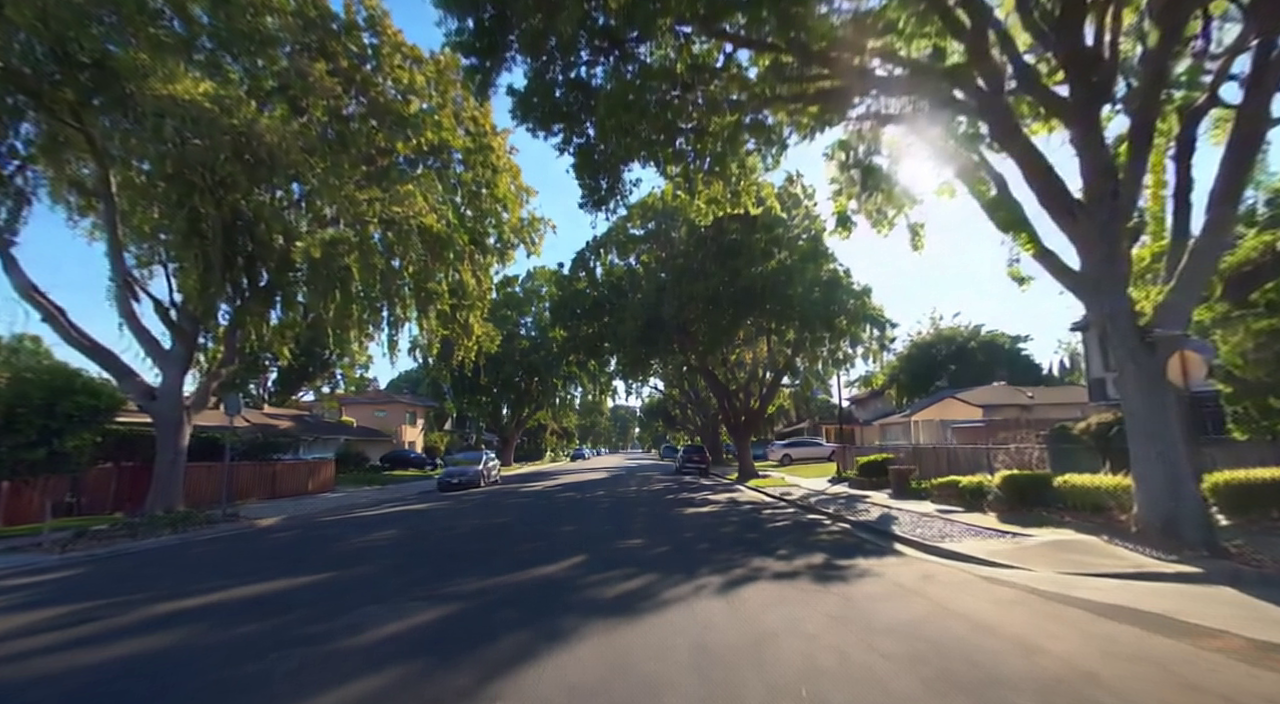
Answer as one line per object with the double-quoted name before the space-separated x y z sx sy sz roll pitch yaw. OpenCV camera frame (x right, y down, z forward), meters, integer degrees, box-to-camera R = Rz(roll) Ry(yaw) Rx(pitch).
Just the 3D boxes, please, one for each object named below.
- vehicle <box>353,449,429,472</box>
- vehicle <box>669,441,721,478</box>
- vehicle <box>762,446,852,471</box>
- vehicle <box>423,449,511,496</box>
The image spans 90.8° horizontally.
"vehicle" -16.529 7.189 42.015 4.276 1.463 1.832 -1 -8 6
"vehicle" 2.914 5.902 34.942 2.241 1.875 5.059 0 -8 -2
"vehicle" 10.089 6.494 38.562 5.041 1.486 1.969 -1 -8 7
"vehicle" -6.588 4.607 24.550 2.099 1.399 4.357 -4 -7 1
